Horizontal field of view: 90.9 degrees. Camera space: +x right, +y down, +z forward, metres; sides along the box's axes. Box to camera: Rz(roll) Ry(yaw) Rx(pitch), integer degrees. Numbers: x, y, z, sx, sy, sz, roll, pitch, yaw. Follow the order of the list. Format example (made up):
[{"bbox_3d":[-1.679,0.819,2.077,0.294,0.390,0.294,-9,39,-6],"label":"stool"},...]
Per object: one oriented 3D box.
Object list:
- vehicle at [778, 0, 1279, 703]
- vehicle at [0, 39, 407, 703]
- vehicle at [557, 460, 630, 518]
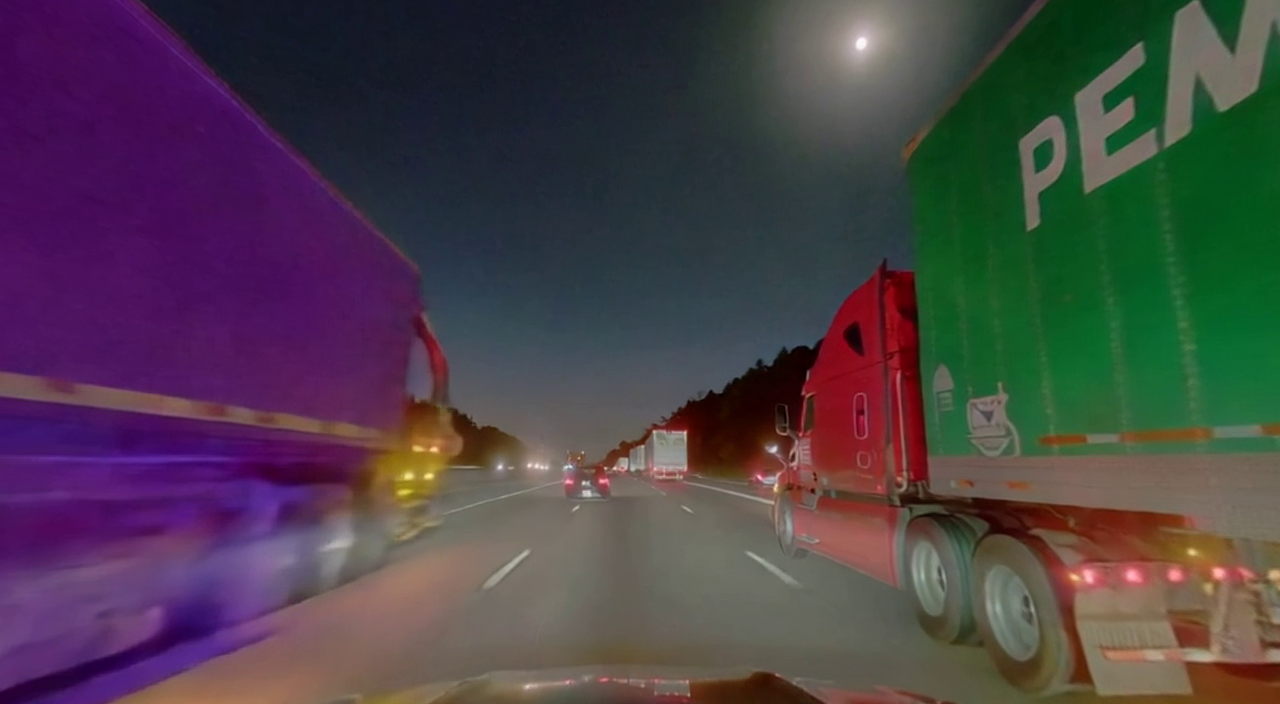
[{"bbox_3d":[3.867,0.059,3.322,2.856,4.040,14.009,1,-10,-1],"label":"vehicle"},{"bbox_3d":[-4.819,0.461,5.140,2.905,3.400,8.002,1,-10,-2],"label":"vehicle"},{"bbox_3d":[-1.332,4.253,19.939,2.010,1.580,4.949,1,-10,-1],"label":"vehicle"}]
